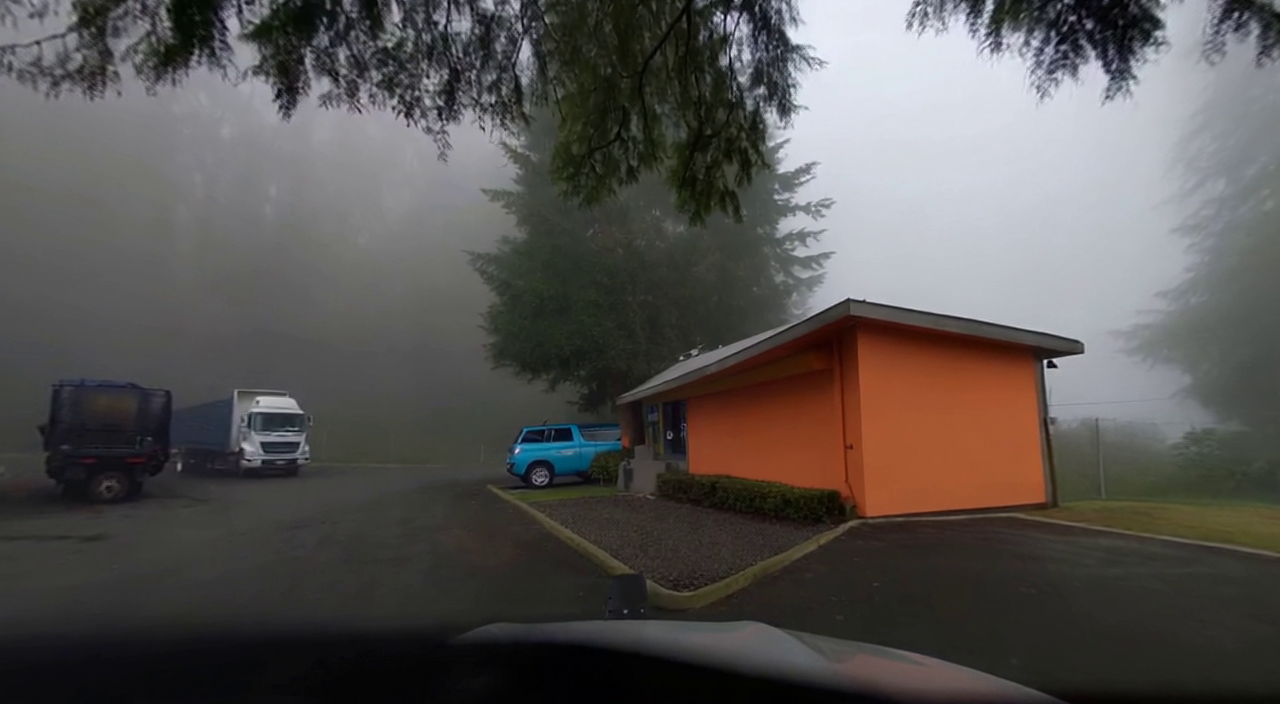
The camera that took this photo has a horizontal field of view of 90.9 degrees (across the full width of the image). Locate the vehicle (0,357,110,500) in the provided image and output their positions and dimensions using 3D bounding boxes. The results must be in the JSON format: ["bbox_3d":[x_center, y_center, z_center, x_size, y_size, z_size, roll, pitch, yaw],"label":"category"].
[{"bbox_3d":[-22.107,2.641,20.624,11.512,3.871,3.038,-5,-10,29],"label":"vehicle"}]

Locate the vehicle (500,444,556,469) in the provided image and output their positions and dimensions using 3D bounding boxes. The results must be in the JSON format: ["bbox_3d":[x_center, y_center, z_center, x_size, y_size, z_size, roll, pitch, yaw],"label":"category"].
[{"bbox_3d":[-7.026,6.571,39.834,1.809,1.506,3.473,-4,-10,24],"label":"vehicle"}]

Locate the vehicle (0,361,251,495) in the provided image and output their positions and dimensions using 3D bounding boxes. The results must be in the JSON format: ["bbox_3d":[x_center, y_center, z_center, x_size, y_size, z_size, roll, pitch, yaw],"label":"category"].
[{"bbox_3d":[-19.598,2.967,23.274,11.906,4.069,2.948,-5,-10,28],"label":"vehicle"}]
